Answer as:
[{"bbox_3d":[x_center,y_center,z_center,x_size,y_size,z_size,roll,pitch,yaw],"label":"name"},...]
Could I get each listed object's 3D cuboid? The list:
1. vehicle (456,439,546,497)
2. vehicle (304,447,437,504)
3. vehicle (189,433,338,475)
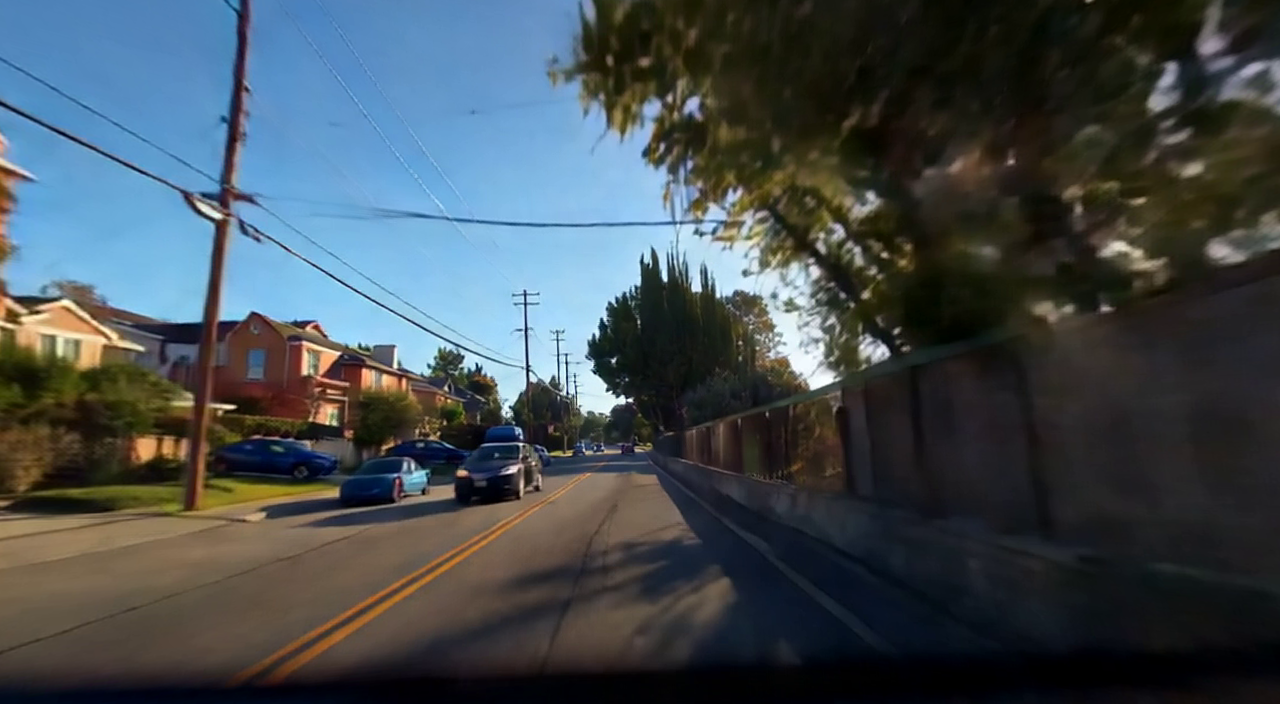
[{"bbox_3d":[-3.966,3.350,18.681,1.796,1.516,3.871,0,-8,0],"label":"vehicle"},{"bbox_3d":[-7.809,3.588,18.849,2.003,1.460,4.360,0,-8,1],"label":"vehicle"},{"bbox_3d":[-15.256,4.182,25.859,4.682,1.549,2.032,3,-9,-8],"label":"vehicle"}]
